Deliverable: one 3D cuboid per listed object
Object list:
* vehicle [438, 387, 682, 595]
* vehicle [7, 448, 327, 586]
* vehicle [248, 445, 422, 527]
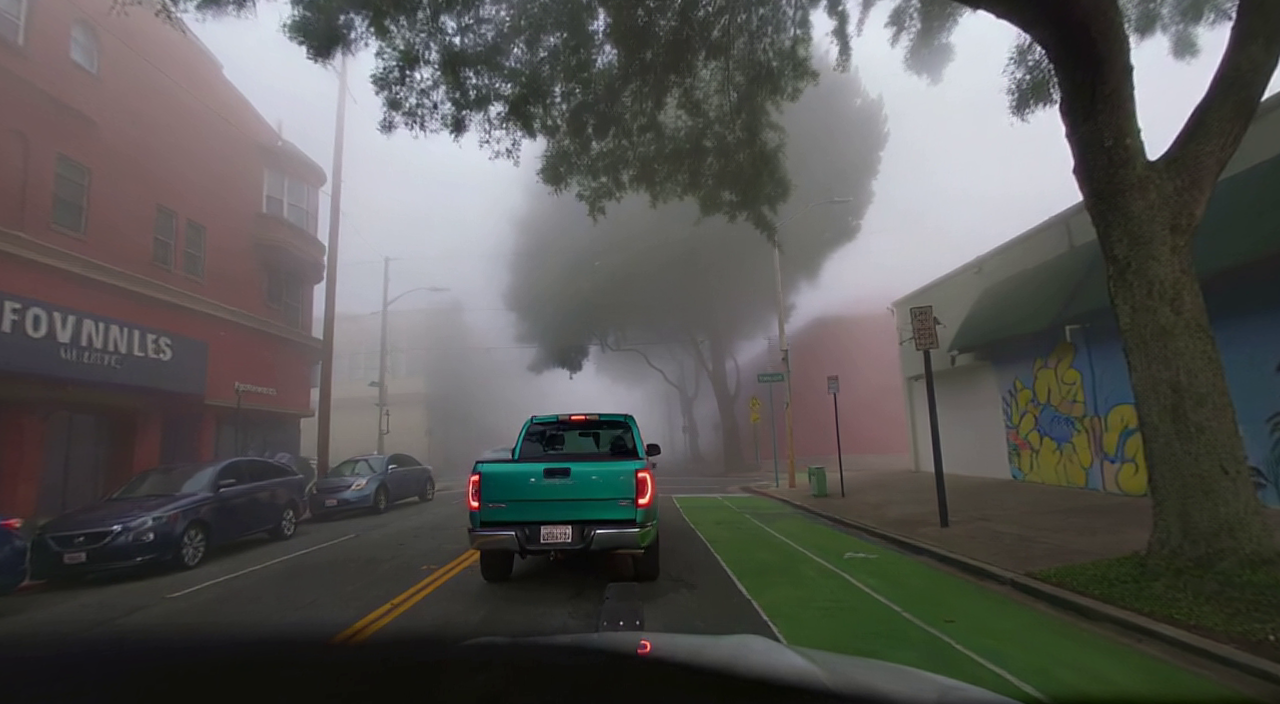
[{"bbox_3d":[-0.706,1.602,8.140,2.215,1.882,4.611,0,-8,1],"label":"vehicle"},{"bbox_3d":[-7.162,2.454,10.373,1.882,1.686,4.489,0,-8,-2],"label":"vehicle"},{"bbox_3d":[-7.390,3.235,16.058,1.884,1.730,5.076,0,-8,0],"label":"vehicle"}]
